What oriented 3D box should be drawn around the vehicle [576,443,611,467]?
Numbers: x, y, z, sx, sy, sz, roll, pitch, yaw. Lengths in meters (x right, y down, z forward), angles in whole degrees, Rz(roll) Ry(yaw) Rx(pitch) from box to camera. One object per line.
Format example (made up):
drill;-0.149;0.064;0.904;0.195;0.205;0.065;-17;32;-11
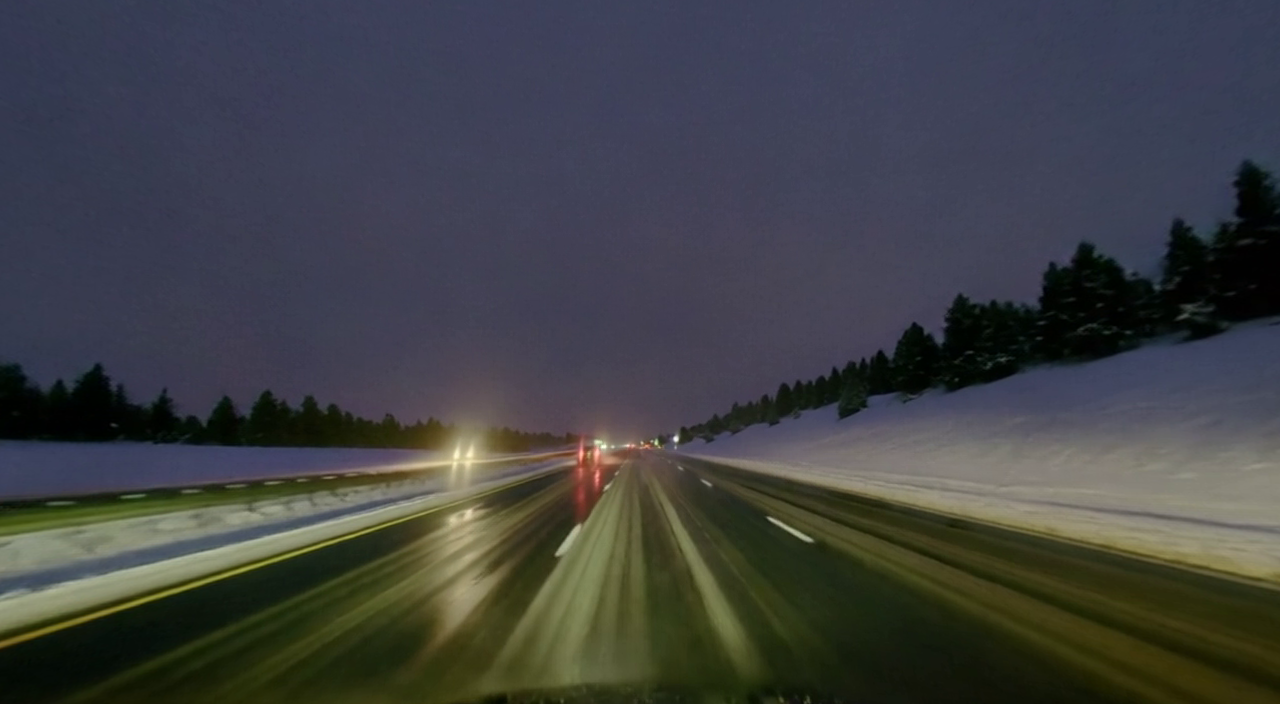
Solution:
vehicle;-3.054;6.900;42.377;1.991;1.475;4.302;0;-8;0
